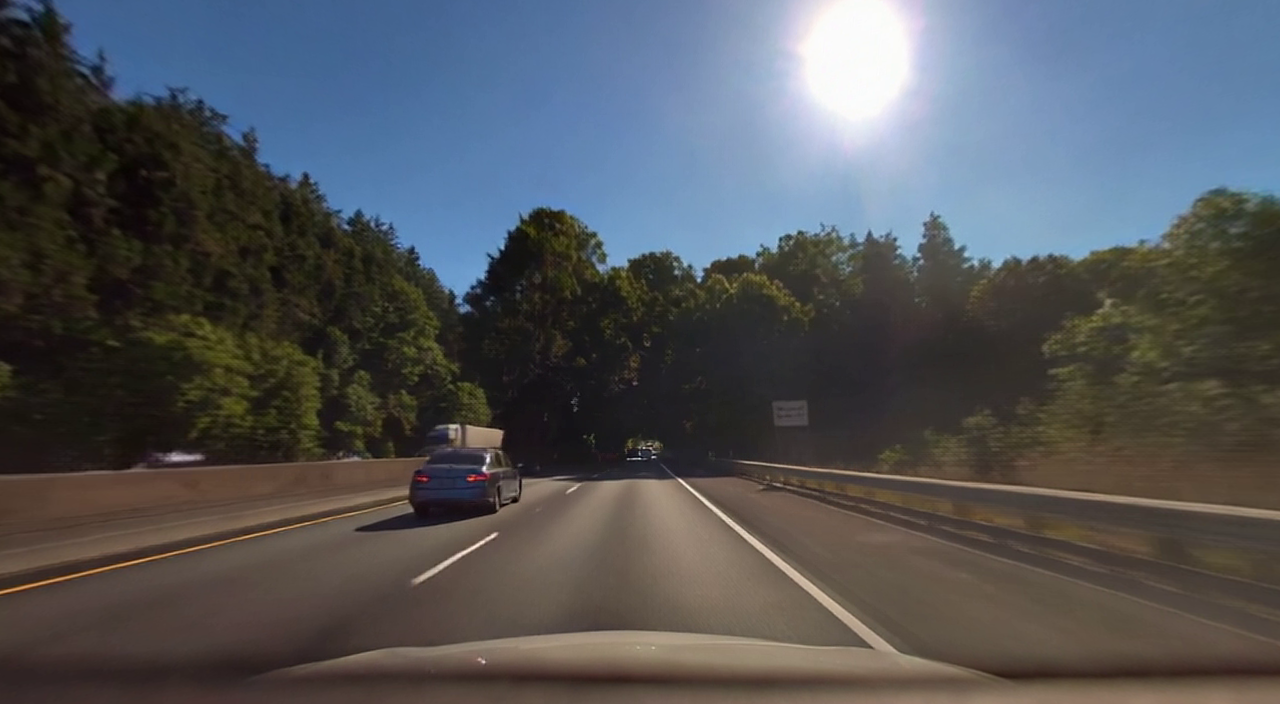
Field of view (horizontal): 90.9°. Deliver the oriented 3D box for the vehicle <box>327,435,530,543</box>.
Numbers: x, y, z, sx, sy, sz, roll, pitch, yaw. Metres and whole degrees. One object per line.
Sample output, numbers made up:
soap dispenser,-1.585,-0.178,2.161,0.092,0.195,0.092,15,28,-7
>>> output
vehicle,-3.409,2.309,11.313,1.969,1.505,4.636,0,-9,1
